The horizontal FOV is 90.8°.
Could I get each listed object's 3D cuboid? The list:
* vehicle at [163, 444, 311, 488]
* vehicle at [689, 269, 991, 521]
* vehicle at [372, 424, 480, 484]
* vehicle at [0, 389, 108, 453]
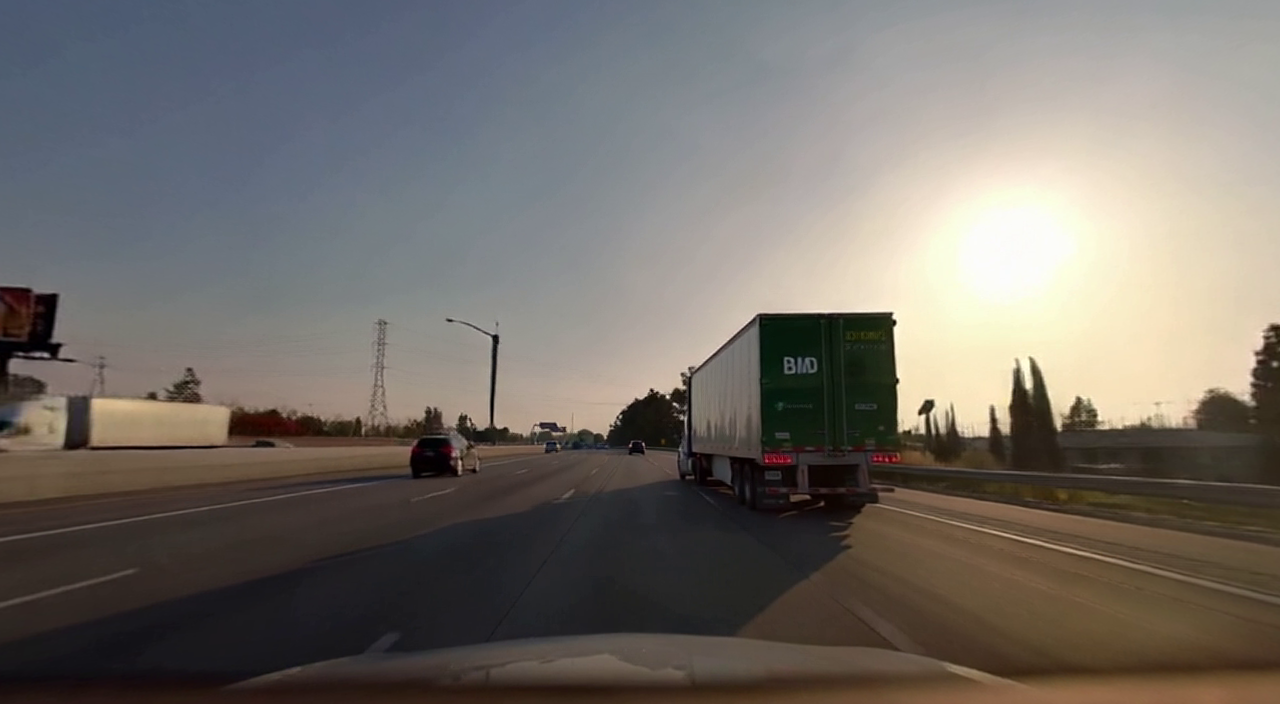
[{"bbox_3d":[-14.036,3.970,22.440,2.067,1.398,4.863,0,-8,0],"label":"vehicle"},{"bbox_3d":[3.669,1.724,17.381,2.891,3.944,15.051,0,-8,-2],"label":"vehicle"},{"bbox_3d":[-7.513,3.642,22.845,2.100,1.905,5.119,0,-8,0],"label":"vehicle"},{"bbox_3d":[-38.776,4.571,40.948,3.018,3.841,6.047,0,-8,-1],"label":"vehicle"}]
